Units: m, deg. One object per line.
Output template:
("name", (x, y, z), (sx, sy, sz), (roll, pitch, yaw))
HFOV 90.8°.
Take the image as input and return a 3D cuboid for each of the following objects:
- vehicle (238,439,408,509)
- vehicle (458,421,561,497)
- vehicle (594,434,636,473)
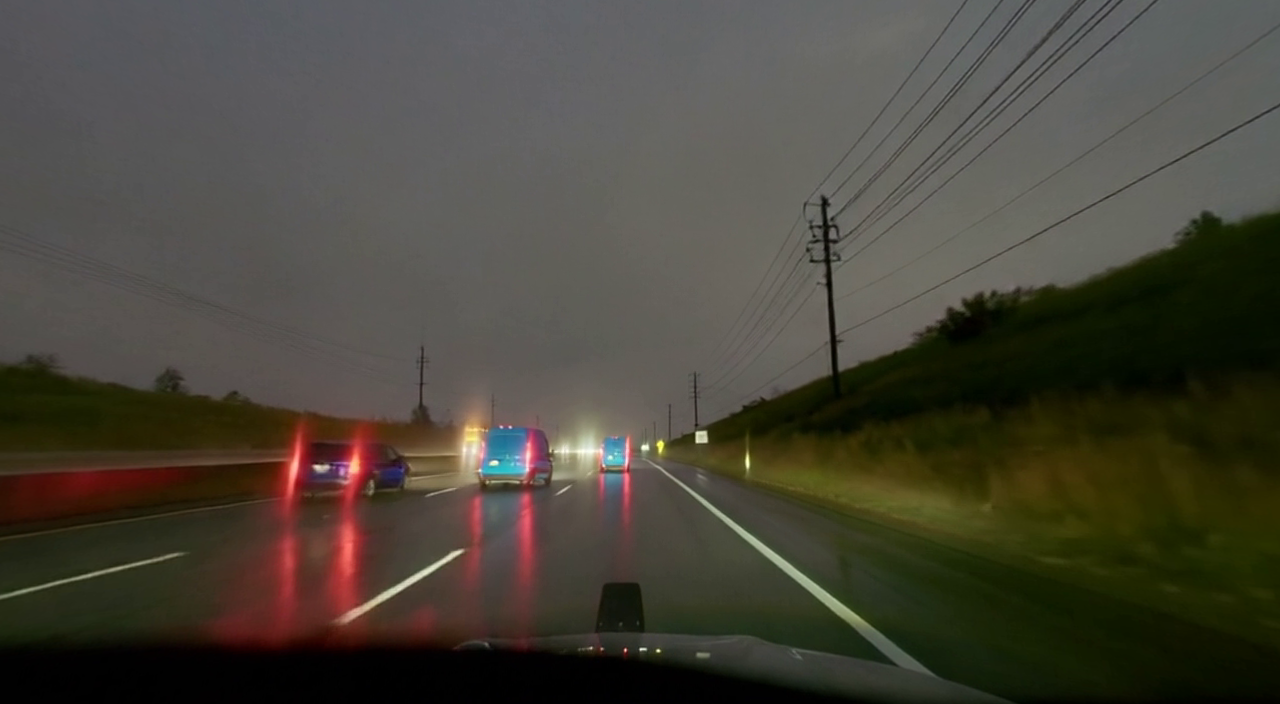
("vehicle", (-7.926, 3.079, 16.432), (1.975, 1.540, 4.759), (0, -9, 0))
("vehicle", (-3.814, 3.252, 19.482), (2.145, 2.010, 4.980), (0, -9, 0))
("vehicle", (-1.352, 5.760, 35.881), (2.197, 2.011, 5.130), (0, -9, -1))
